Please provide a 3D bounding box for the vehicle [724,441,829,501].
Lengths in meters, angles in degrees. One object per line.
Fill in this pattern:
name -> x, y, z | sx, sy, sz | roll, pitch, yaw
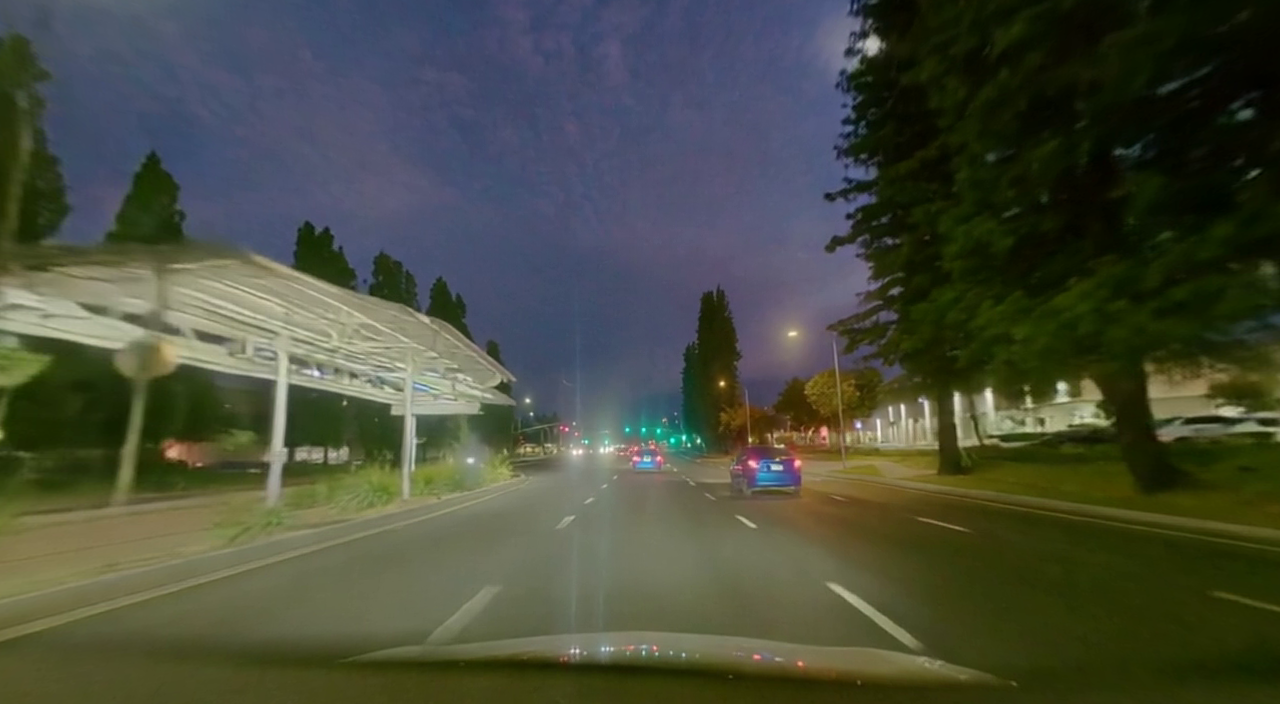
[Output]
vehicle -> 3.804, 3.401, 18.414 | 2.067, 1.497, 4.327 | 0, -9, 0

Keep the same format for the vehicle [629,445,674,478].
vehicle -> 0.566, 5.549, 32.144 | 2.144, 1.505, 4.128 | -1, -9, 0
